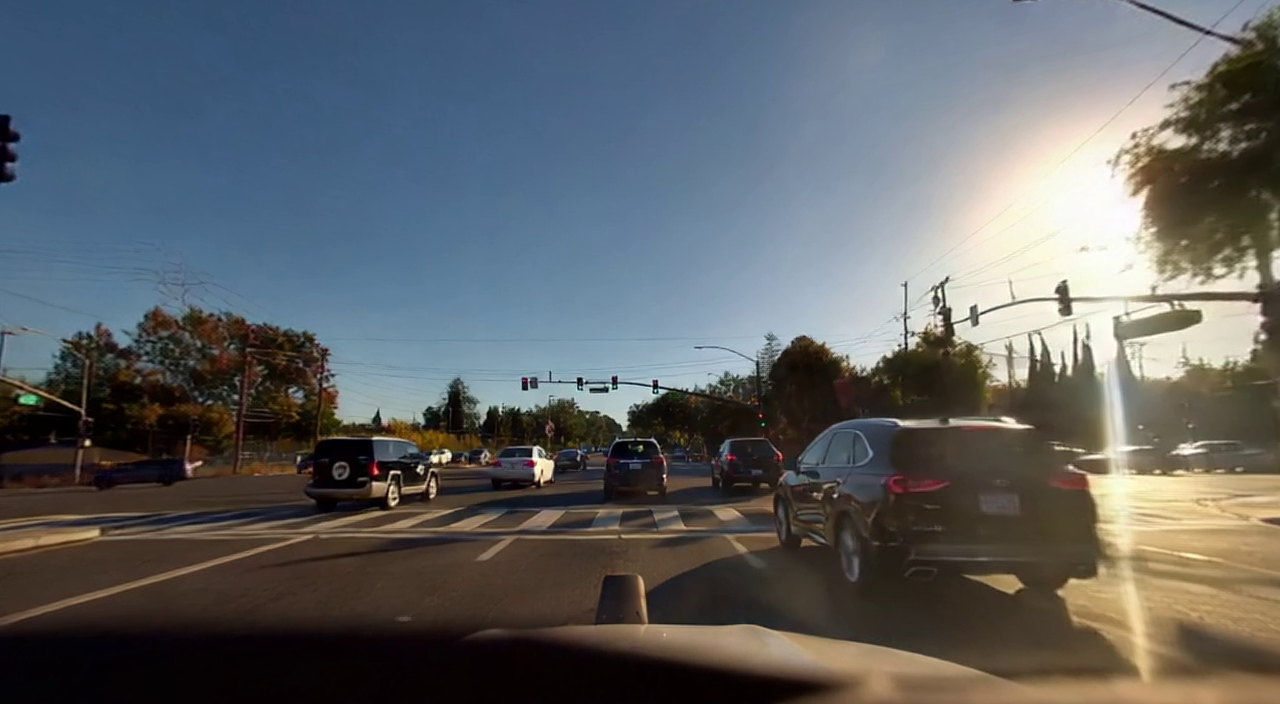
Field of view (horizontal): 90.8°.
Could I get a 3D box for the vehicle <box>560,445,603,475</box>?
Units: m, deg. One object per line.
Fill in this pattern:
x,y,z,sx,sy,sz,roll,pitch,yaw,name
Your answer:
-3.318,6.218,36.563,1.939,1.652,4.268,0,-9,2,vehicle

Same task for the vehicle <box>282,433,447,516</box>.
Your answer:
-6.762,3.047,16.218,2.116,1.812,4.609,0,-9,0,vehicle

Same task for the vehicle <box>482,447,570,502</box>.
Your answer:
-3.386,3.718,19.651,1.881,1.466,4.484,0,-9,0,vehicle

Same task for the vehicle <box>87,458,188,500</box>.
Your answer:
-20.615,5.127,25.868,4.450,1.491,1.974,-7,-11,36,vehicle

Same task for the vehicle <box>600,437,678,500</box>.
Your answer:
-0.025,3.499,19.346,2.111,1.712,4.078,0,-9,0,vehicle

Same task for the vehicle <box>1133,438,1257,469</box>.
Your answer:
27.732,5.066,31.645,4.514,1.459,1.847,0,-9,-2,vehicle

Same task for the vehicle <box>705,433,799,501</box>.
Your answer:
3.227,3.443,19.258,1.999,1.789,4.583,0,-9,0,vehicle

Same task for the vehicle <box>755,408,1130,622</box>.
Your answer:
2.770,1.610,7.233,2.034,1.655,4.465,0,-9,0,vehicle
